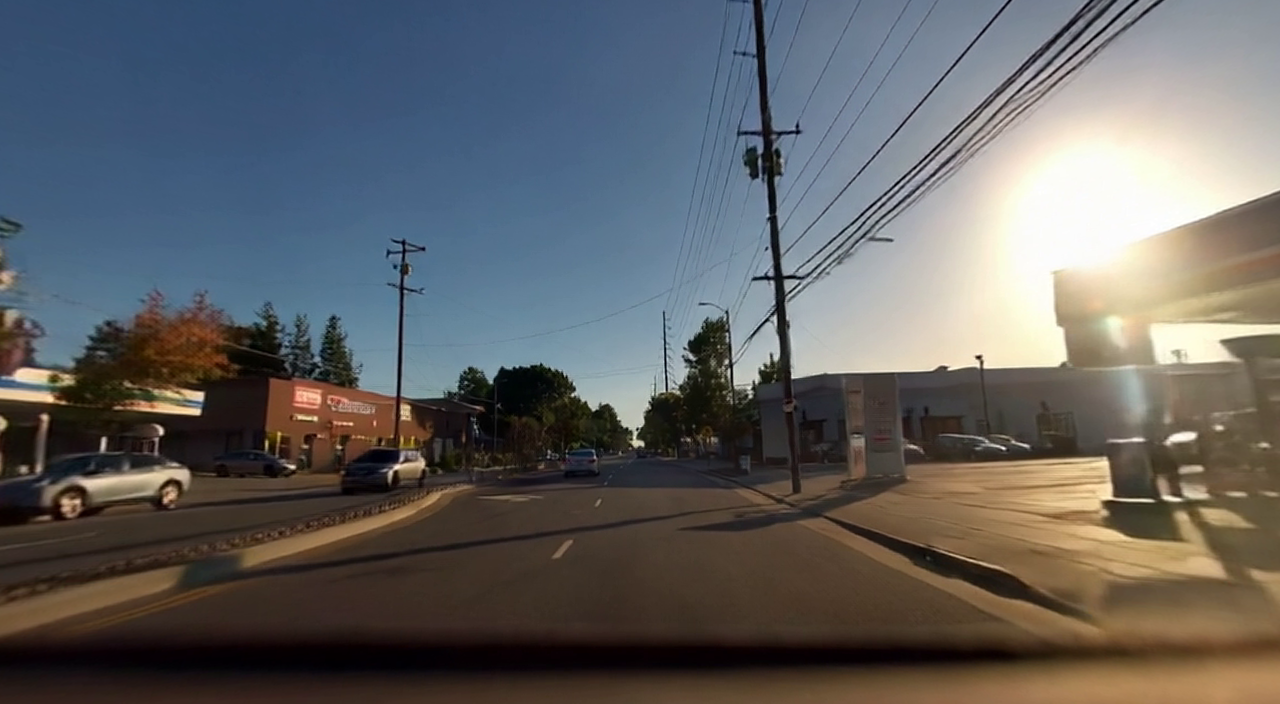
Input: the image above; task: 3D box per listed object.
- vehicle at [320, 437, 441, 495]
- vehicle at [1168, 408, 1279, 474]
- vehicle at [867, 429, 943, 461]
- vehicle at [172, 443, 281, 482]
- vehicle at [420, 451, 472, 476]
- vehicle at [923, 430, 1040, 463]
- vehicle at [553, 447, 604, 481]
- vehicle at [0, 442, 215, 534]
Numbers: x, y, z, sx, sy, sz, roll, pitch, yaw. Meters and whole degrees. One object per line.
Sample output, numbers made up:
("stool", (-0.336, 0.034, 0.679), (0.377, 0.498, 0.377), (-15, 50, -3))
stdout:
("vehicle", (-10.141, 4.467, 25.242), (2.437, 2.069, 5.159), (-1, -8, 3))
("vehicle", (17.388, 2.454, 17.347), (1.902, 1.662, 4.615), (-1, -8, 4))
("vehicle", (17.956, 6.297, 43.016), (2.020, 1.972, 4.983), (3, -8, -17))
("vehicle", (-23.152, 6.196, 35.447), (4.657, 1.806, 2.132), (-3, -9, -1))
("vehicle", (-13.573, 7.803, 44.340), (2.091, 1.538, 4.451), (-1, -8, 2))
("vehicle", (17.838, 4.954, 33.103), (4.943, 1.646, 2.072), (0, -8, -1))
("vehicle", (-2.926, 5.415, 30.827), (2.073, 1.525, 3.968), (0, -8, 0))
("vehicle", (-14.811, 3.611, 17.552), (2.353, 2.144, 4.847), (-1, -8, 3))
